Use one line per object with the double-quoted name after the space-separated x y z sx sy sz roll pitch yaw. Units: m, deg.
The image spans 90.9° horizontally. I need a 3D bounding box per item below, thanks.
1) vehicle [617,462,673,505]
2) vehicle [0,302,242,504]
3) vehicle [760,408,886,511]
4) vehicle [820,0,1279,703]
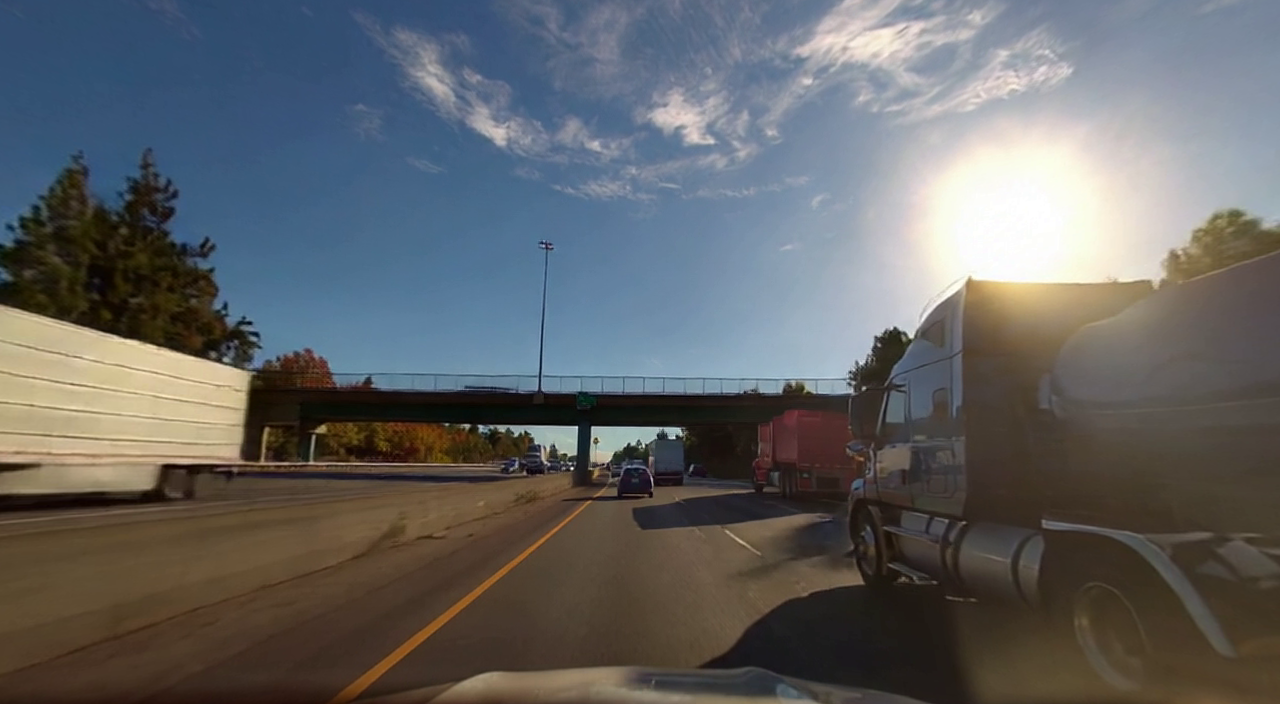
0.163 5.181 25.066 2.067 1.552 3.601 1 -11 0 "vehicle"
-12.940 1.263 13.215 2.965 3.557 9.170 1 -11 1 "vehicle"
7.456 4.664 27.156 2.839 3.684 8.091 1 -11 -1 "vehicle"
3.742 -0.472 0.584 2.831 4.150 14.519 1 -10 0 "vehicle"
